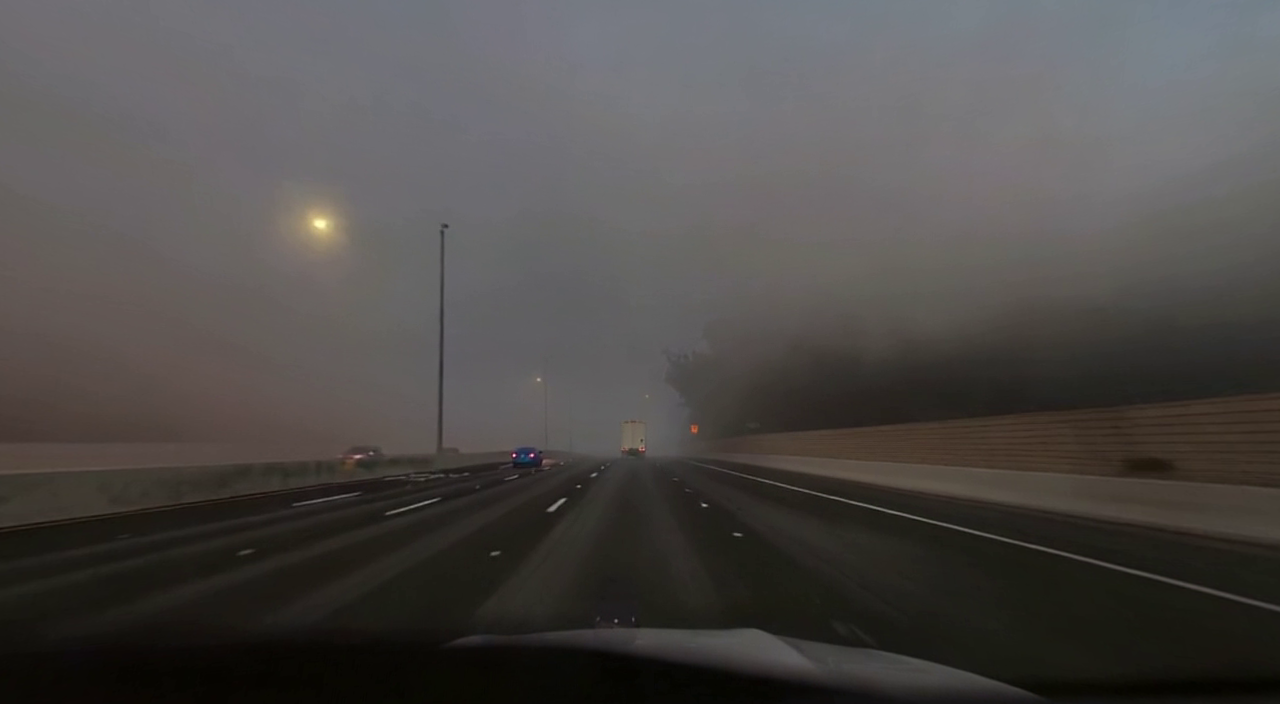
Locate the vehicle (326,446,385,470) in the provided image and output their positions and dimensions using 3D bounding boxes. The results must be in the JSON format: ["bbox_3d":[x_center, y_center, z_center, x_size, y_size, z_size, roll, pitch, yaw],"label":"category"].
[{"bbox_3d":[-19.795,7.362,44.233,1.988,1.574,4.685,0,-8,0],"label":"vehicle"}]
